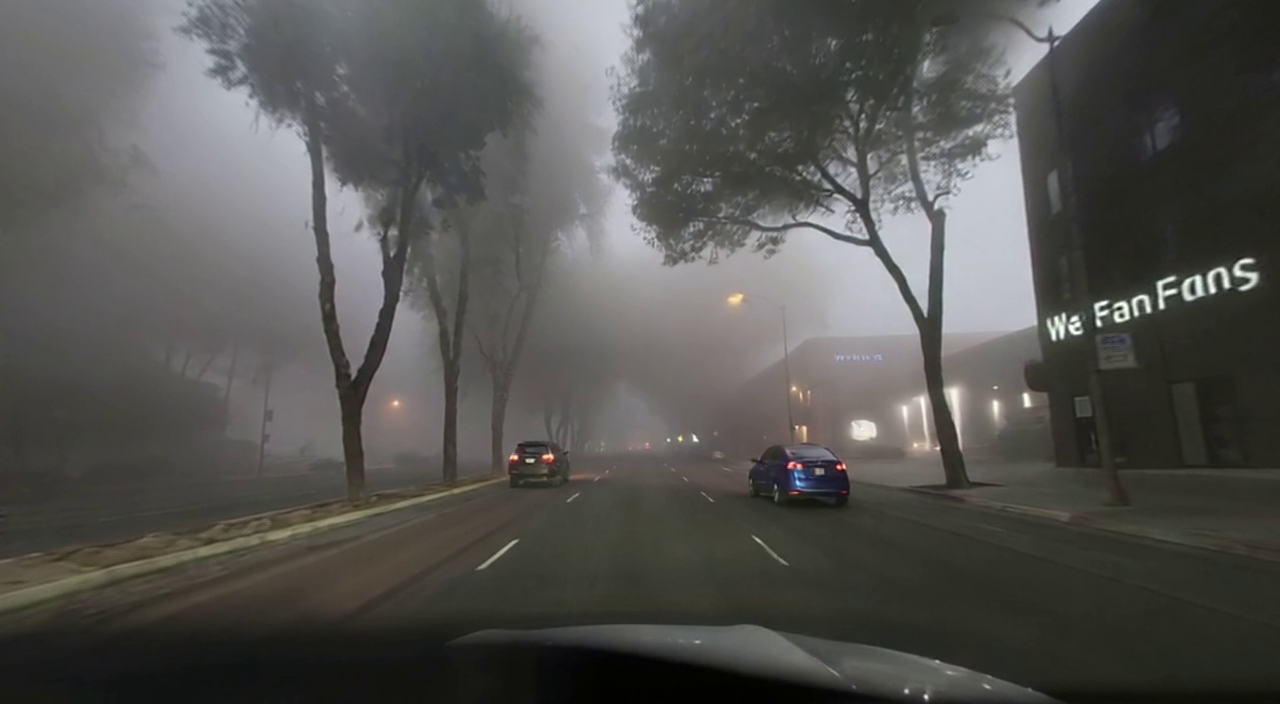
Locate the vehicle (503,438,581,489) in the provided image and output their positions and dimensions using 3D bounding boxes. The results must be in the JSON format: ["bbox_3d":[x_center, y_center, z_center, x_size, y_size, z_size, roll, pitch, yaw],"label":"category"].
[{"bbox_3d":[-3.580,4.171,23.951,2.145,1.694,4.642,0,-9,1],"label":"vehicle"}]

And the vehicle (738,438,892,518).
[{"bbox_3d":[3.667,2.718,14.243,1.961,1.482,4.538,0,-9,-3],"label":"vehicle"}]
